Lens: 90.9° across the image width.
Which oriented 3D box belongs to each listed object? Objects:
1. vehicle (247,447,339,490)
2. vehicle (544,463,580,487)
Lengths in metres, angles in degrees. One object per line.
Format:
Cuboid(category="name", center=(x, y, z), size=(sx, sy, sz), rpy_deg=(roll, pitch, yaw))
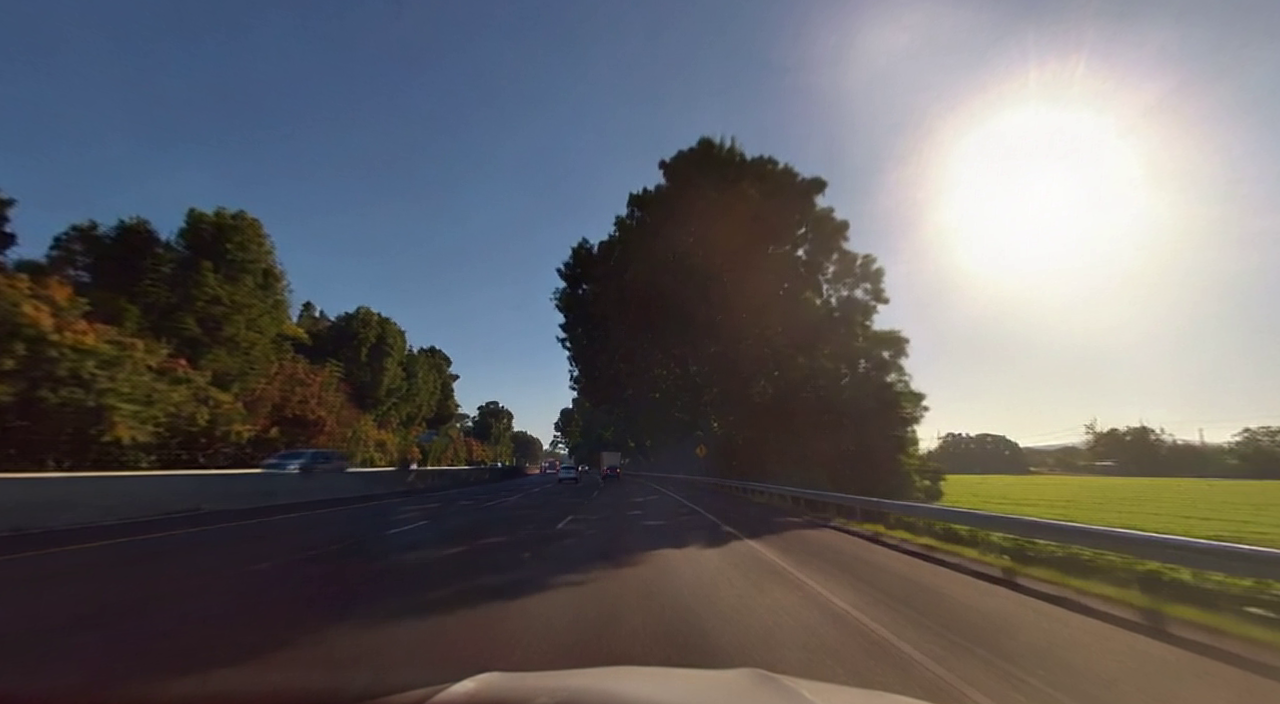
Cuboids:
Cuboid(category="vehicle", center=(-18.152, 6.146, 33.310), size=(2.054, 2.055, 4.995), rpy_deg=(1, -10, -2))
Cuboid(category="vehicle", center=(-5.340, 8.538, 43.756), size=(2.115, 1.546, 4.638), rpy_deg=(1, -10, -2))
